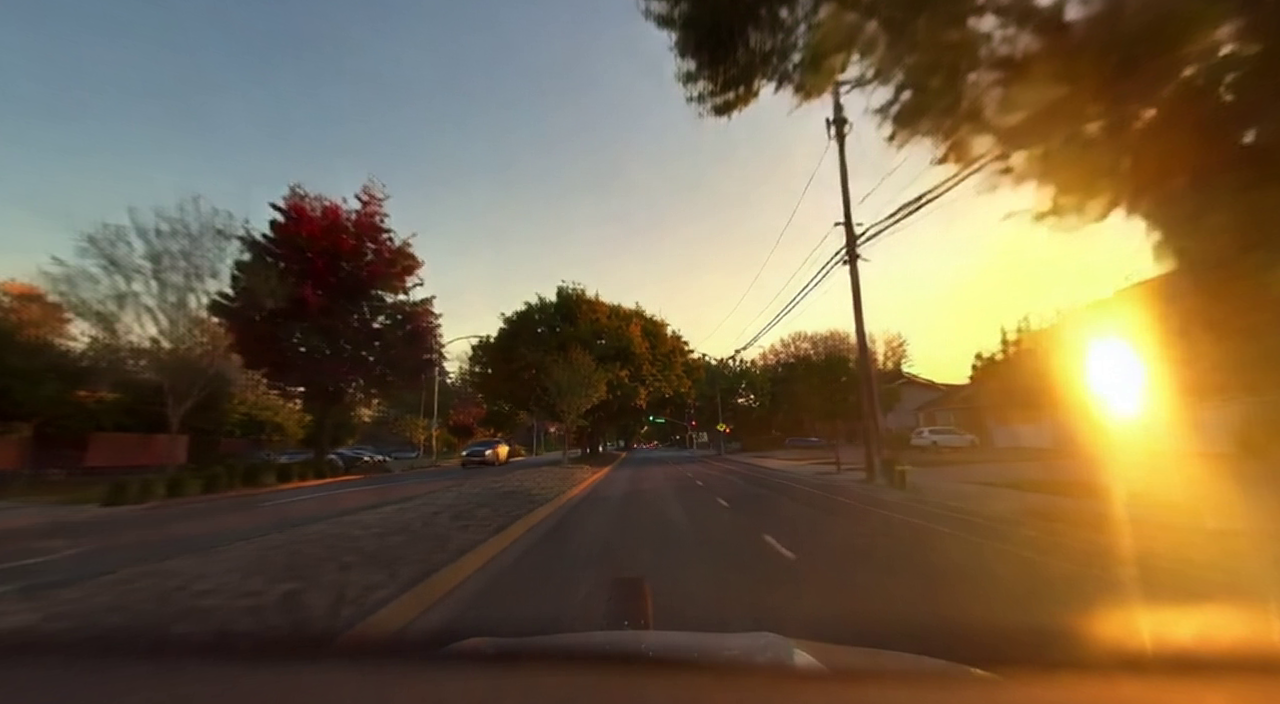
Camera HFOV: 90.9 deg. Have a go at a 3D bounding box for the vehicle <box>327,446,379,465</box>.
[{"bbox_3d":[-22.455,8.096,49.413,3.348,1.380,1.584,2,-8,-8],"label":"vehicle"}]

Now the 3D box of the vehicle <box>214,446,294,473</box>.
[{"bbox_3d":[-22.116,6.147,36.168,3.459,1.419,1.631,0,-9,-2],"label":"vehicle"}]

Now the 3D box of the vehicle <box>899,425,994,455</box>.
[{"bbox_3d":[18.506,5.328,38.206,4.591,1.718,2.107,0,-9,-2],"label":"vehicle"}]

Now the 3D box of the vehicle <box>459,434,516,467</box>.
[{"bbox_3d":[-9.959,6.515,41.829,2.294,1.975,5.773,0,-8,1],"label":"vehicle"}]
